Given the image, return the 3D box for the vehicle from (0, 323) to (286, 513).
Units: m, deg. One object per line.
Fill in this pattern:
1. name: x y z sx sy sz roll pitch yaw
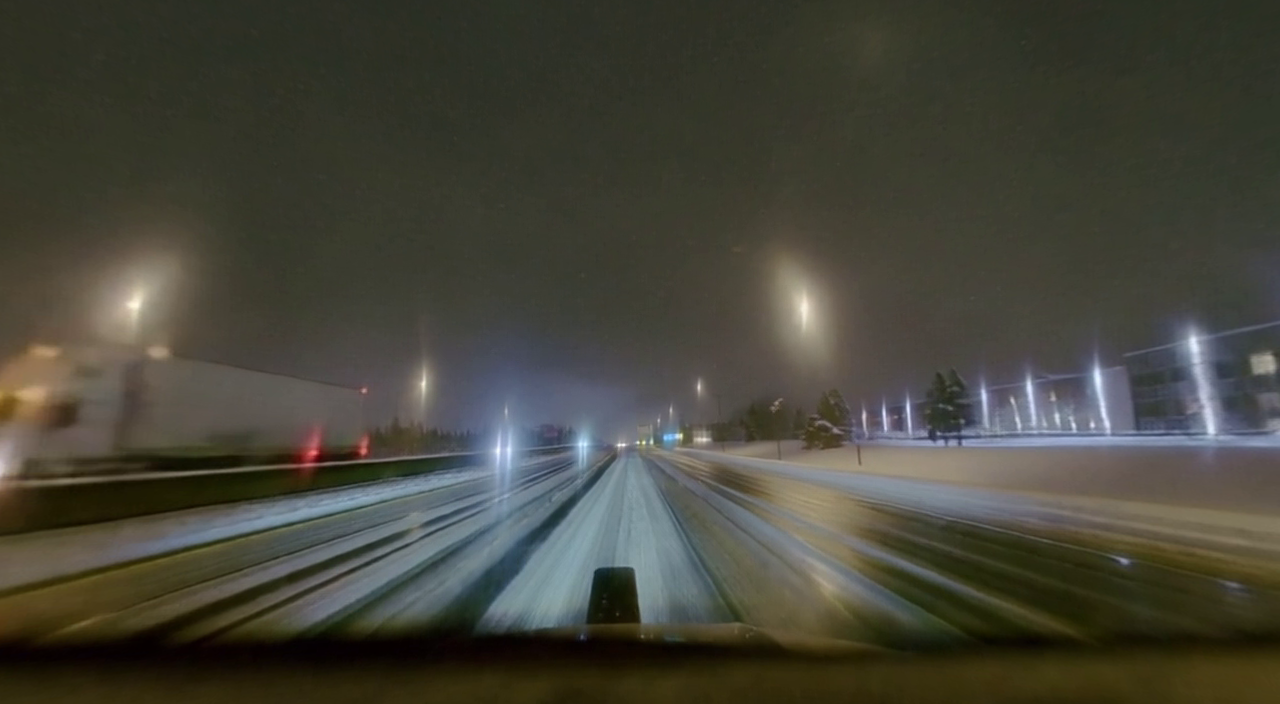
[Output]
1. vehicle: -16.575 2.329 20.610 3.837 4.617 10.494 0 -8 -1
